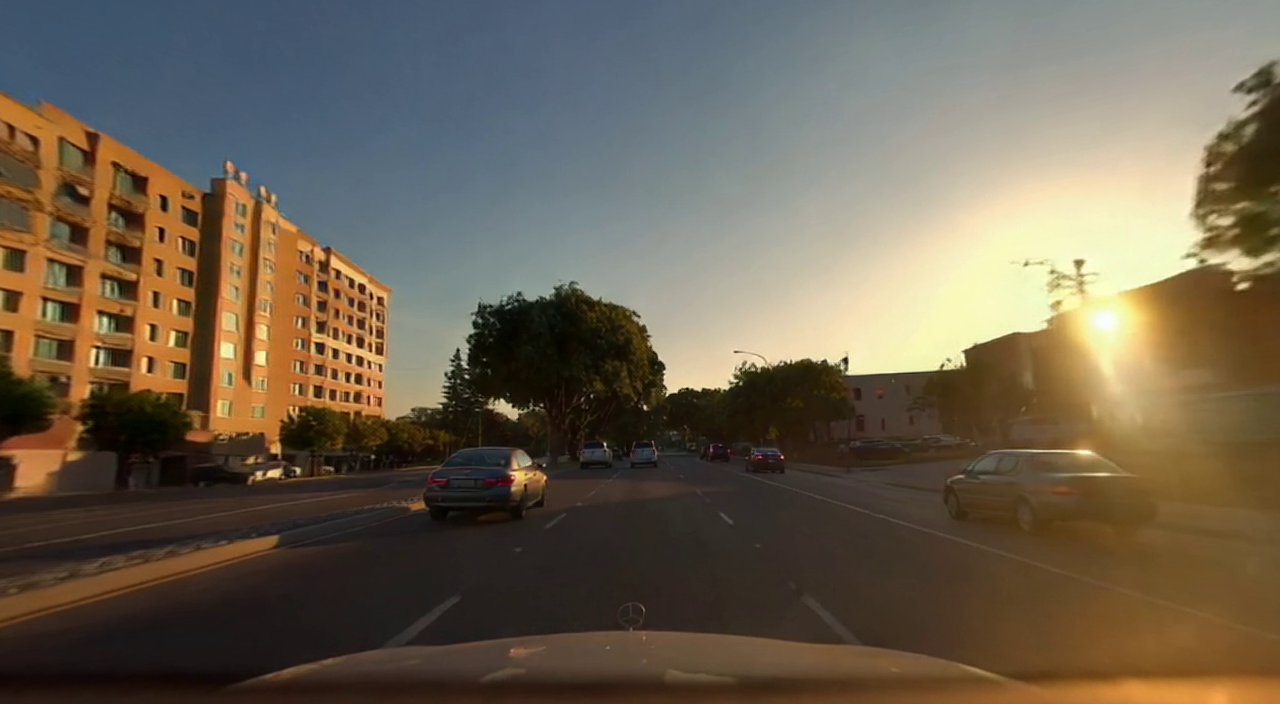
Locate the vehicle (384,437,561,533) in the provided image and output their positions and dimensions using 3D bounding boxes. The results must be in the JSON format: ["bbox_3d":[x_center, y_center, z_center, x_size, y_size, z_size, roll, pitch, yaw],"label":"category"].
[{"bbox_3d":[-2.932,2.432,12.195,2.095,1.486,4.411,0,-8,2],"label":"vehicle"}]

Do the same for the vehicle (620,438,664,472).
[{"bbox_3d":[0.148,5.836,35.848,2.304,1.795,4.526,0,-8,1],"label":"vehicle"}]

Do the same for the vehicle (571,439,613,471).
[{"bbox_3d":[-2.860,6.281,38.606,2.117,1.799,4.442,0,-8,2],"label":"vehicle"}]

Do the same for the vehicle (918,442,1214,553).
[{"bbox_3d":[6.758,2.296,10.815,1.865,1.458,4.605,0,-8,0],"label":"vehicle"}]

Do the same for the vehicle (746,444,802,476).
[{"bbox_3d":[6.463,5.235,30.841,1.884,1.458,4.245,0,-8,2],"label":"vehicle"}]
